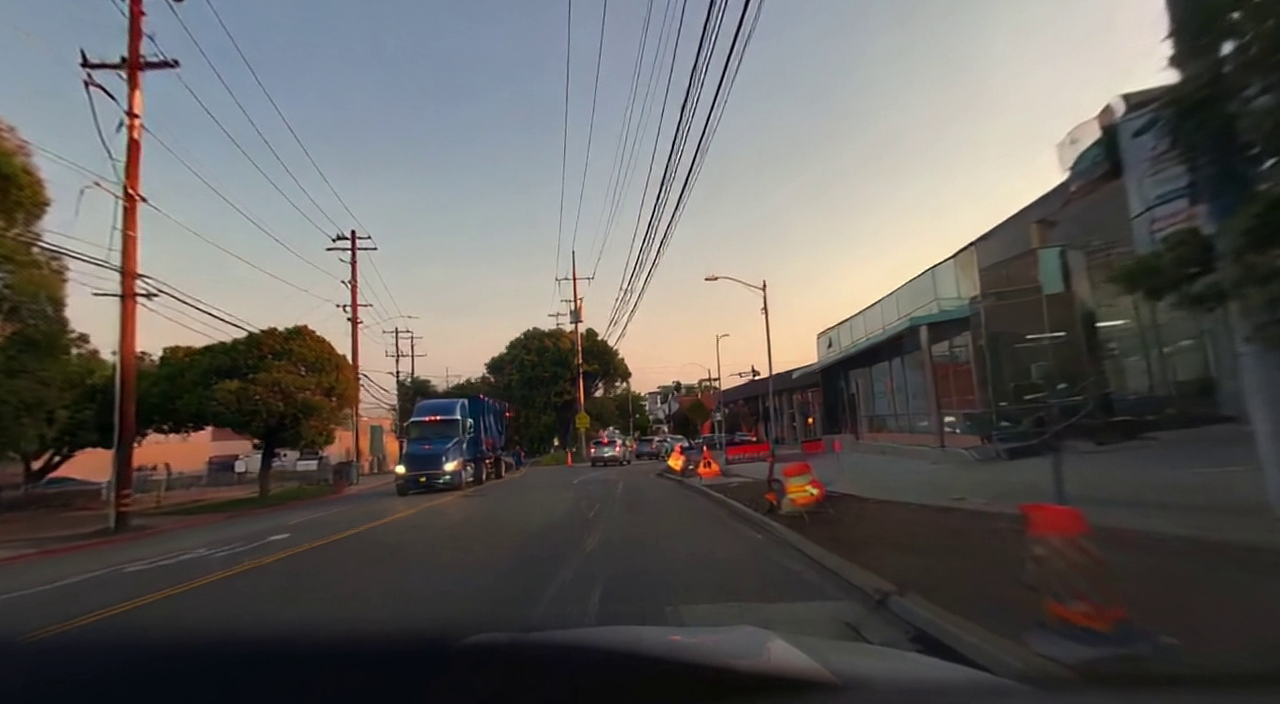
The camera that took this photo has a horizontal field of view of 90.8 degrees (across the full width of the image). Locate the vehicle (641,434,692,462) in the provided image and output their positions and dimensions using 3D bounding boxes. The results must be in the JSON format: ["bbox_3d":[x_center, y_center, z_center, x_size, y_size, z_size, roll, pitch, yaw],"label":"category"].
[{"bbox_3d":[2.014,6.921,45.758,2.206,1.911,5.548,-3,-8,18],"label":"vehicle"}]

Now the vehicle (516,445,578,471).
[{"bbox_3d":[-6.023,6.923,41.490,2.103,1.526,4.743,-3,-8,18],"label":"vehicle"}]

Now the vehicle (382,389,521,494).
[{"bbox_3d":[-7.962,4.035,28.772,3.007,3.800,11.011,-1,-8,0],"label":"vehicle"}]

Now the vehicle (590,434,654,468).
[{"bbox_3d":[-0.975,5.932,38.041,2.256,1.859,5.118,-3,-8,17],"label":"vehicle"}]

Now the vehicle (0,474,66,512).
[{"bbox_3d":[-34.322,7.741,34.478,4.158,1.736,1.971,-4,-7,2],"label":"vehicle"}]
